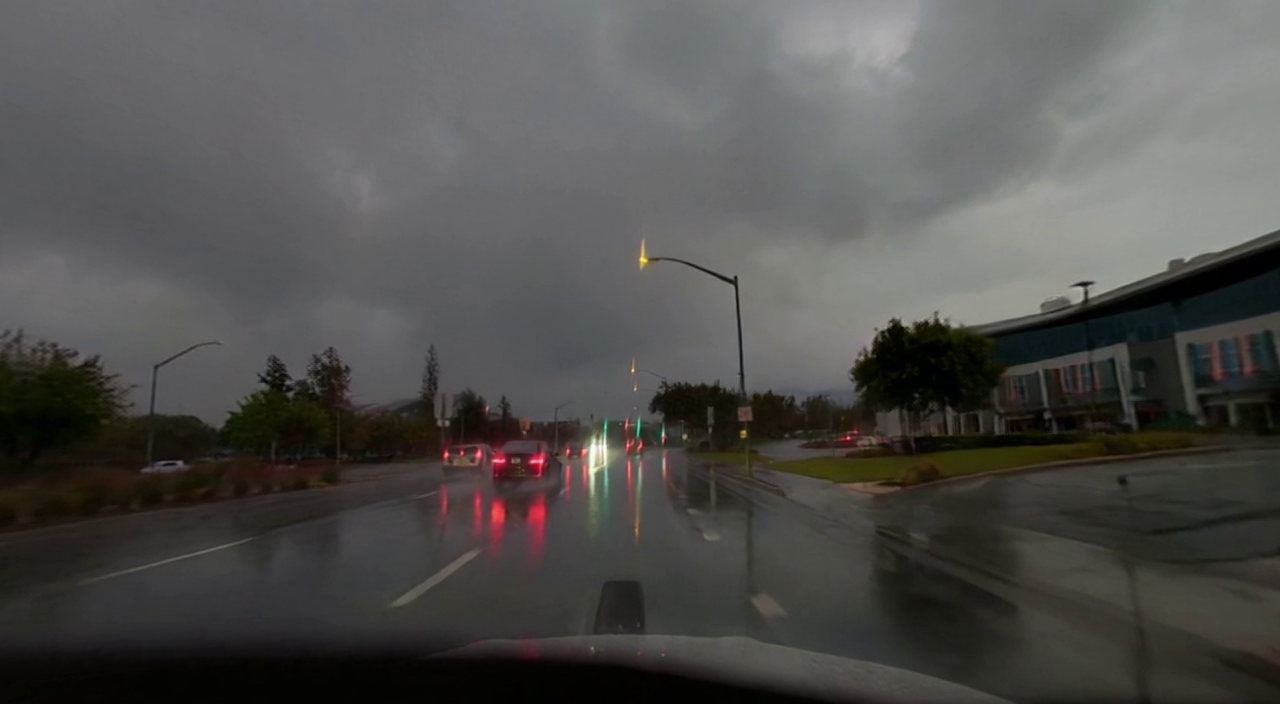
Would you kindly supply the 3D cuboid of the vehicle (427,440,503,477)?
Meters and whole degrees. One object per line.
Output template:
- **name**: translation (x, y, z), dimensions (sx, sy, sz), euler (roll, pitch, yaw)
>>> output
- **vehicle**: translation (-7.674, 4.719, 28.183), dimensions (1.976, 1.497, 4.709), euler (0, -8, 1)

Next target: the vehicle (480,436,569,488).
- **vehicle**: translation (-3.595, 3.534, 20.580), dimensions (2.011, 1.483, 4.596), euler (0, -8, 1)
